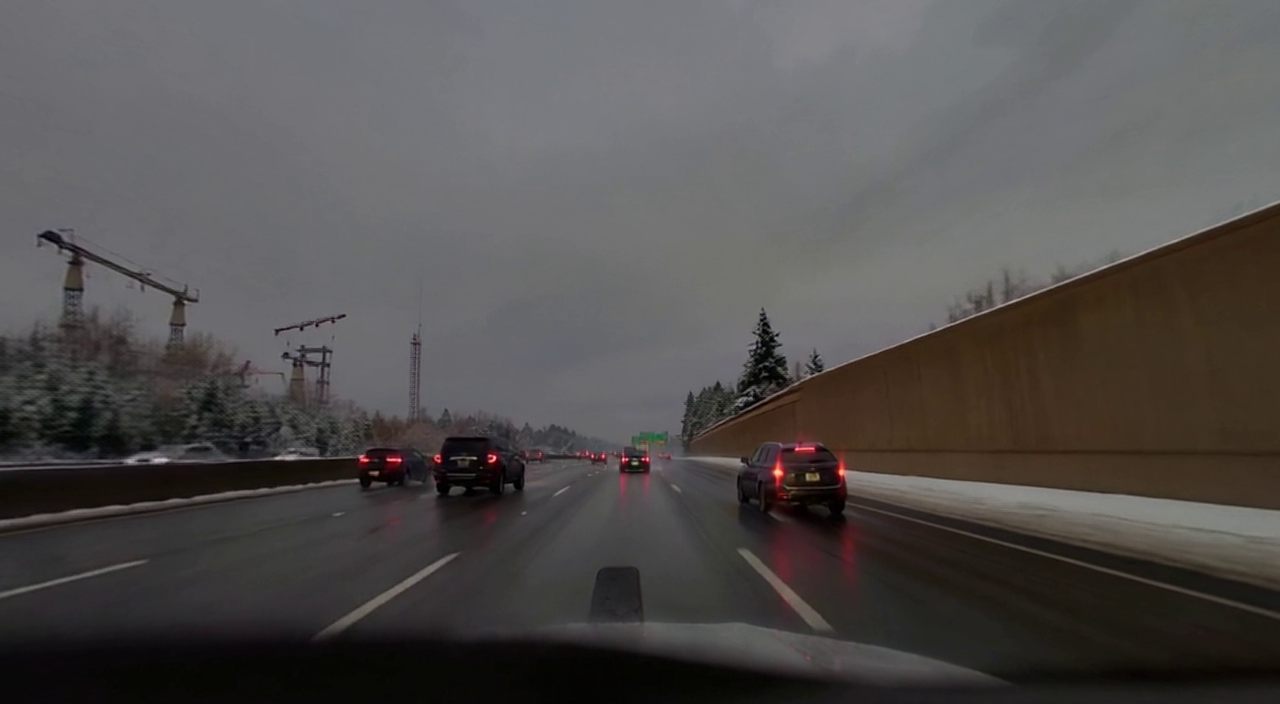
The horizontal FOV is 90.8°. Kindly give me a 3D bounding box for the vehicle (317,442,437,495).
[{"bbox_3d":[-8.168,3.629,20.104,1.908,1.476,4.342,0,-8,0],"label":"vehicle"}]

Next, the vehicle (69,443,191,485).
[{"bbox_3d":[-23.311,5.093,29.132,1.918,1.777,4.381,0,-8,0],"label":"vehicle"}]

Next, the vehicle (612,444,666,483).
[{"bbox_3d":[-0.082,4.548,26.084,2.045,1.452,4.040,0,-8,-1],"label":"vehicle"}]

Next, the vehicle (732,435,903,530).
[{"bbox_3d":[3.185,2.428,12.422,1.917,1.507,4.540,0,-8,-2],"label":"vehicle"}]

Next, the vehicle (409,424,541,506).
[{"bbox_3d":[-3.950,2.793,16.025,2.121,1.775,4.335,0,-8,0],"label":"vehicle"}]

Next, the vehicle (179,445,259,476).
[{"bbox_3d":[-27.338,7.000,41.229,1.888,1.878,4.705,0,-8,0],"label":"vehicle"}]
